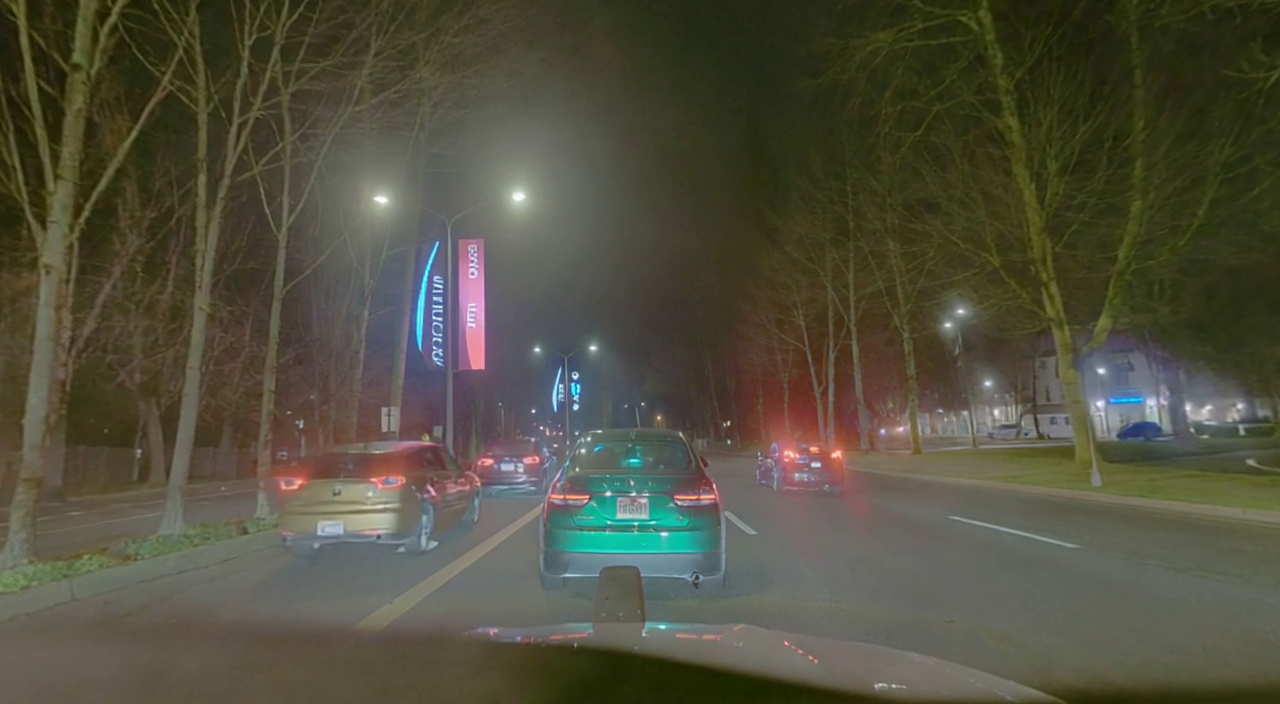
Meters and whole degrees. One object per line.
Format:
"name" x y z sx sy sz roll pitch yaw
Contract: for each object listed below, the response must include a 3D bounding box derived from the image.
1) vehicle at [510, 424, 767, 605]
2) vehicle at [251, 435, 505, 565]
"vehicle" -0.072 1.639 7.297 2.126 1.475 3.967 0 -8 -2
"vehicle" -3.412 1.987 9.335 1.952 1.431 4.383 0 -8 -1
